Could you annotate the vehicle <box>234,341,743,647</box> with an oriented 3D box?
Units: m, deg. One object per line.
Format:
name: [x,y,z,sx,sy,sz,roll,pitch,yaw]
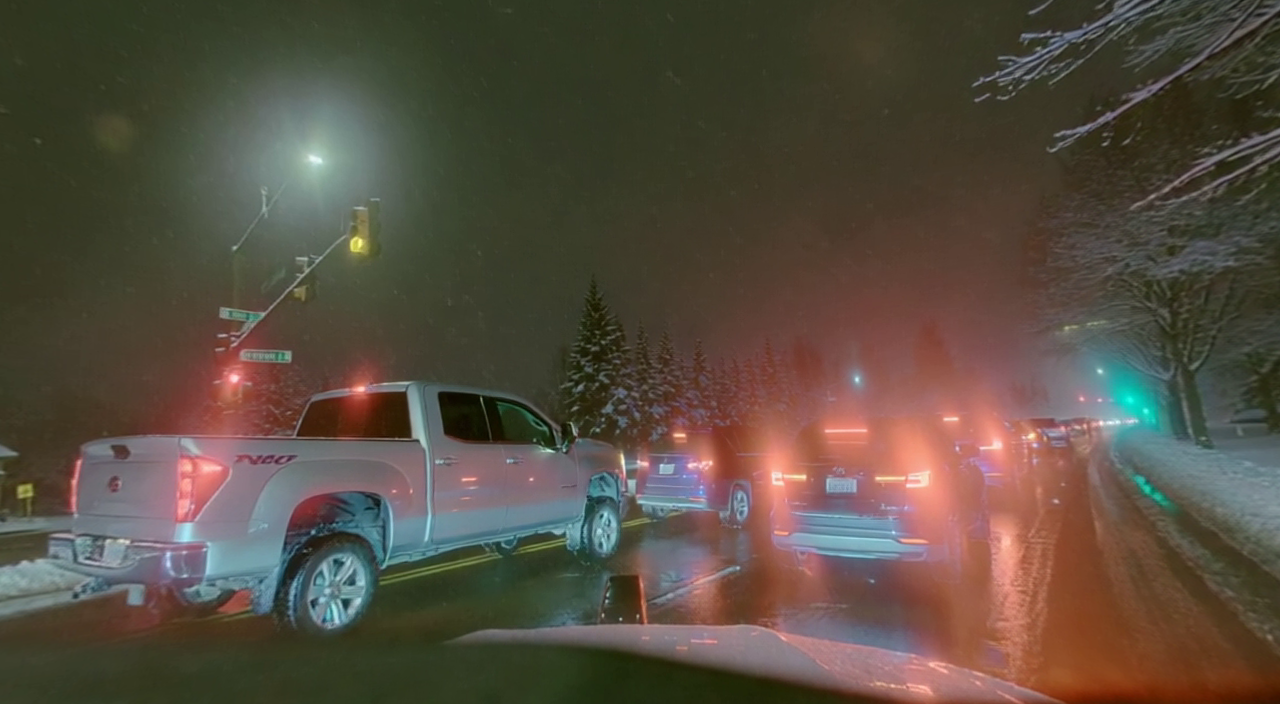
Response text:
vehicle: [-0.885,1.399,7.464,2.272,2.016,6.146,-4,-9,27]

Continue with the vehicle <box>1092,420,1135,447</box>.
vehicle: [32.743,5.680,43.751,2.160,1.790,4.303,-6,-10,35]

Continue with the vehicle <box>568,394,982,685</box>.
vehicle: [1.702,1.378,5.985,2.027,1.549,4.801,-6,-10,35]

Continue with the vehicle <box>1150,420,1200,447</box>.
vehicle: [35.713,5.488,42.225,2.183,1.714,4.491,-6,-11,37]
